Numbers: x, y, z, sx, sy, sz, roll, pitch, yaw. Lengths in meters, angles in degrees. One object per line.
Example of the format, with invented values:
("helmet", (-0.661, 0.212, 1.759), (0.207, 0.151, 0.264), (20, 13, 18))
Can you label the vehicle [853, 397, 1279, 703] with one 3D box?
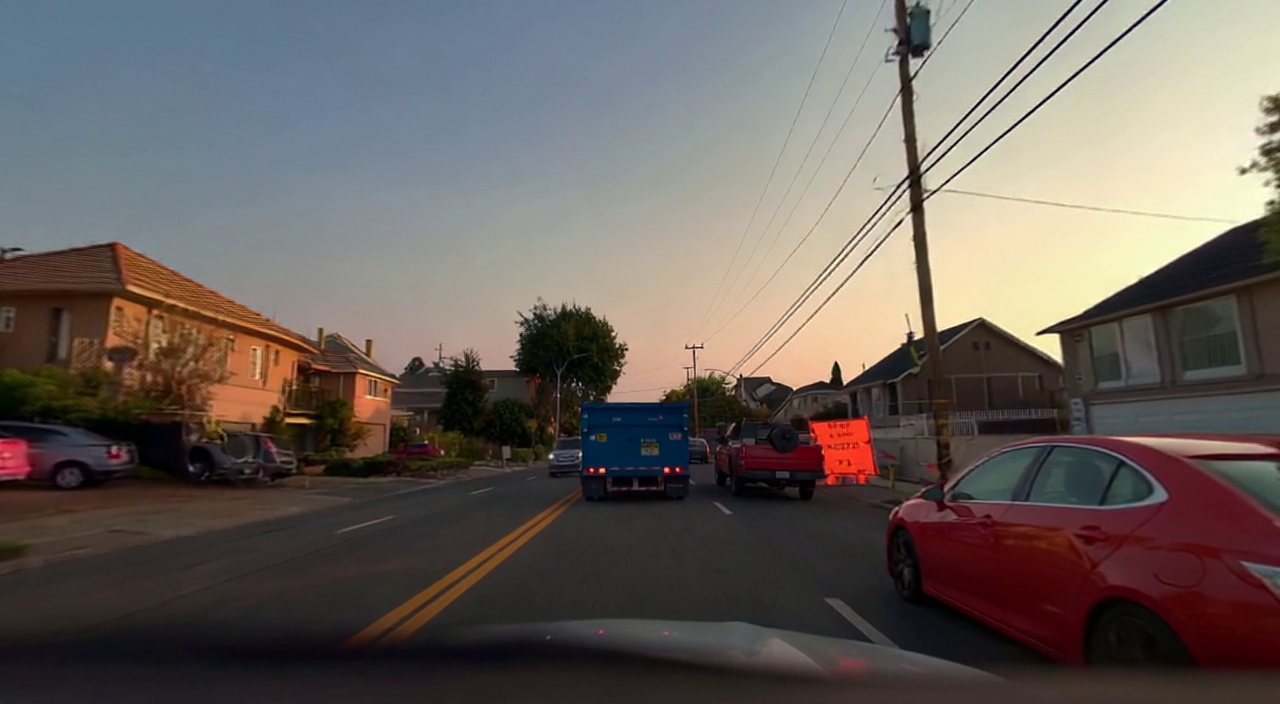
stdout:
("vehicle", (3.072, 1.165, 3.780), (2.010, 1.499, 4.481), (0, -8, 0))

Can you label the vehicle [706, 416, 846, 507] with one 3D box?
("vehicle", (3.295, 2.835, 16.761), (2.486, 1.993, 5.667), (0, -8, 0))

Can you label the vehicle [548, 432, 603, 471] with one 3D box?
("vehicle", (-3.500, 5.585, 35.324), (2.306, 2.005, 5.773), (0, -8, 2))

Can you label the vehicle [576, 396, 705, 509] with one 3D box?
("vehicle", (0.059, 2.621, 16.697), (2.751, 2.361, 6.347), (1, -9, 1))

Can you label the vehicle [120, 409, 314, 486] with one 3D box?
("vehicle", (-13.390, 3.104, 20.522), (2.475, 2.157, 5.567), (0, -8, -1))
